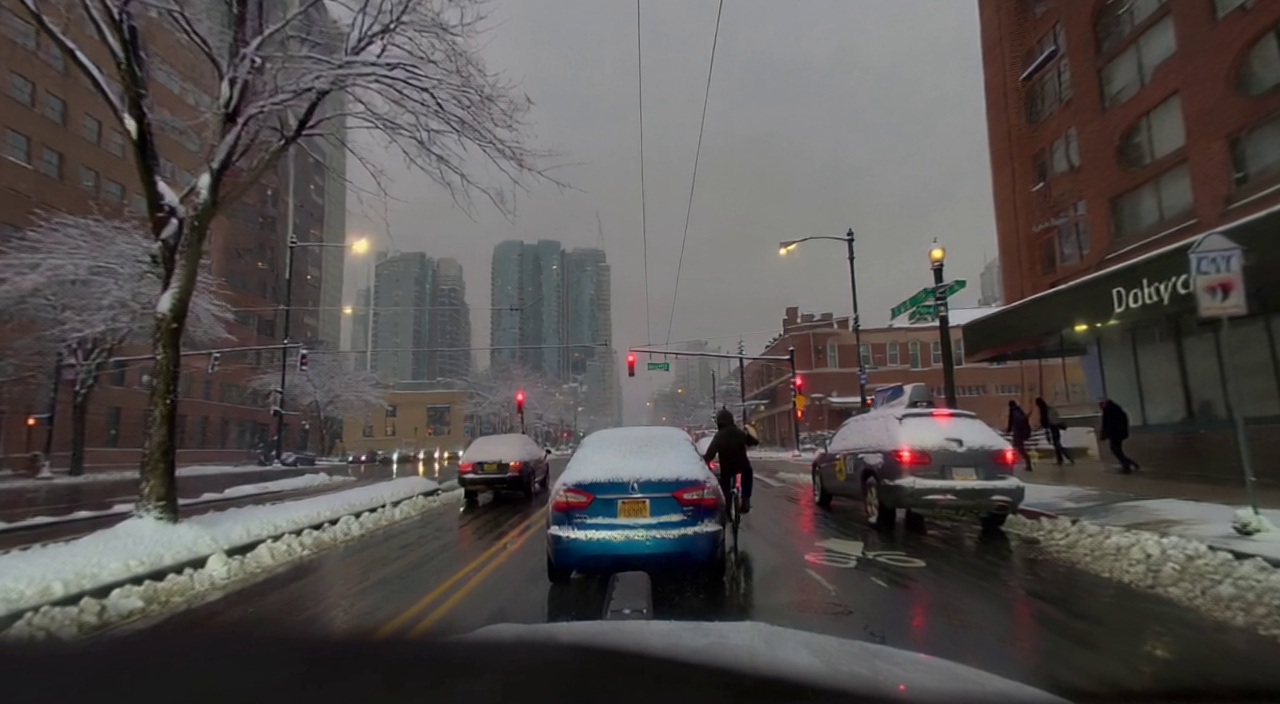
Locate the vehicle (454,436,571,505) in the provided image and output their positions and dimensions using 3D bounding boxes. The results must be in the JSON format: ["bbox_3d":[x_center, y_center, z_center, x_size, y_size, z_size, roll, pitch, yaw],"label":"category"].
[{"bbox_3d":[-2.999,2.900,15.896,2.039,1.452,4.489,0,-9,0],"label":"vehicle"}]

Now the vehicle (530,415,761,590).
[{"bbox_3d":[0.030,1.667,7.788,2.091,1.557,4.000,0,-9,0],"label":"vehicle"}]

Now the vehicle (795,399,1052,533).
[{"bbox_3d":[4.499,1.919,11.108,2.142,1.829,4.767,0,-9,-2],"label":"vehicle"}]
